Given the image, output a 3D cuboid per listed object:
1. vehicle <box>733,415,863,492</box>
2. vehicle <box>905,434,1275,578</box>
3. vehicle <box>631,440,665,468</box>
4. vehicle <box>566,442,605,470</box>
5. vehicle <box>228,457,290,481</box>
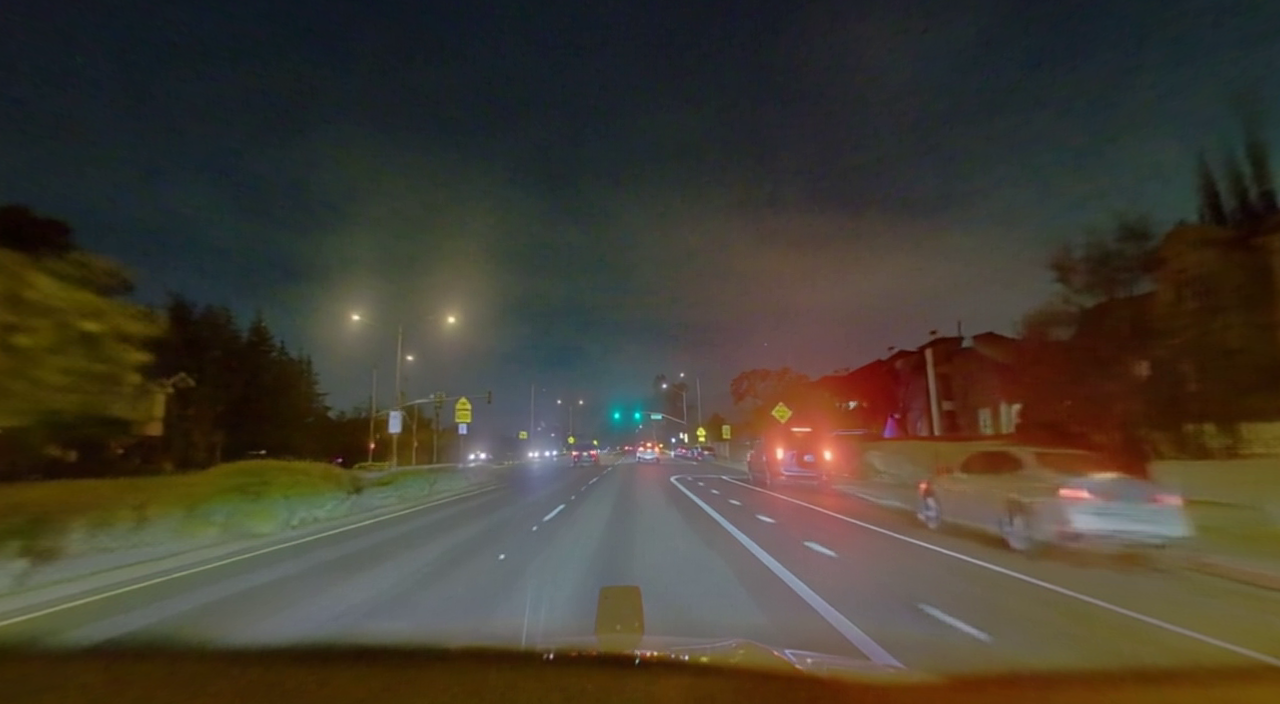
[{"bbox_3d":[5.452,3.728,23.481,2.763,2.329,7.864,0,-9,0],"label":"vehicle"},{"bbox_3d":[5.784,1.985,9.033,1.910,1.520,4.375,0,-9,-3],"label":"vehicle"},{"bbox_3d":[0.501,7.240,44.845,2.273,1.851,5.075,0,-9,-1],"label":"vehicle"},{"bbox_3d":[-3.720,7.165,43.773,2.233,1.775,4.491,0,-9,1],"label":"vehicle"},{"bbox_3d":[-25.958,7.983,43.199,1.796,1.511,3.879,0,-9,-1],"label":"vehicle"}]
